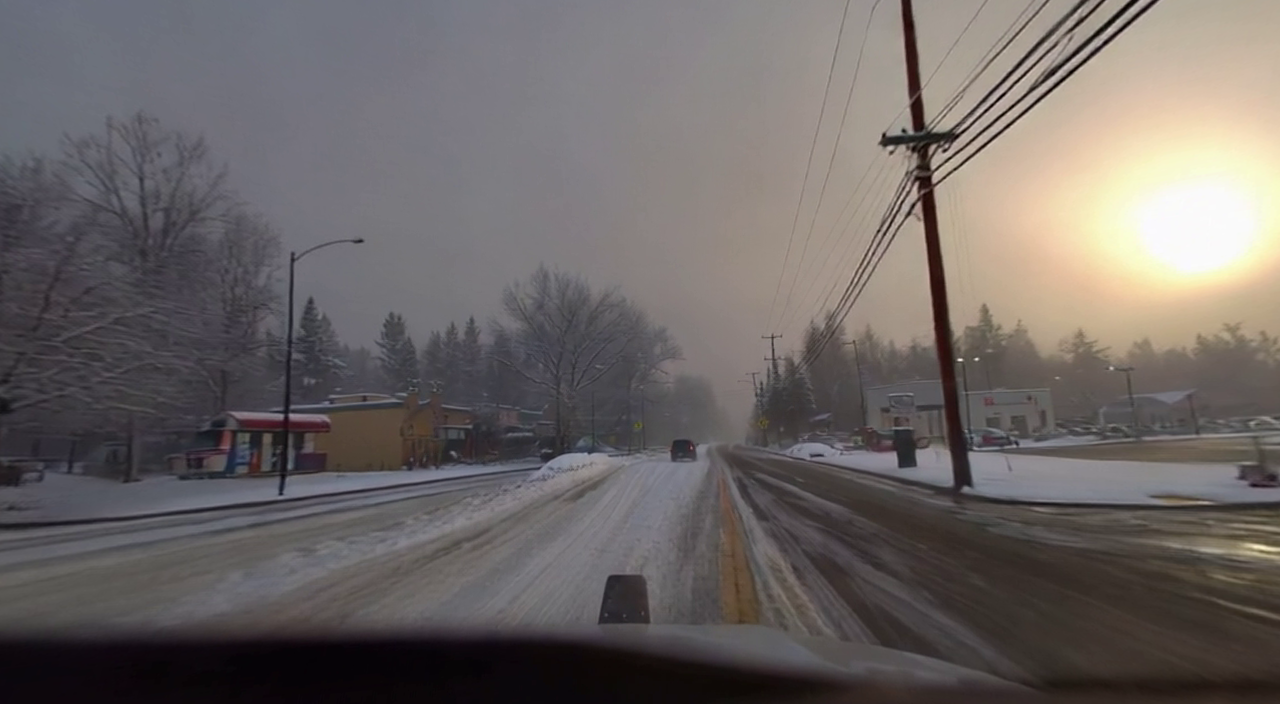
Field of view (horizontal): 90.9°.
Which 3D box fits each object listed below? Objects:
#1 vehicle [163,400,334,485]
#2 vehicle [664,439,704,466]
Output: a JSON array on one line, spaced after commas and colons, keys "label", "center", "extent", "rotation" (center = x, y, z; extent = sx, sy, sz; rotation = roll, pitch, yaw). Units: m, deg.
[{"label": "vehicle", "center": [-18.646, 4.443, 30.901], "extent": [2.923, 3.546, 7.640], "rotation": [-2, -8, 5]}, {"label": "vehicle", "center": [2.696, 5.996, 37.806], "extent": [2.073, 1.525, 3.968], "rotation": [-2, -8, 8]}]
